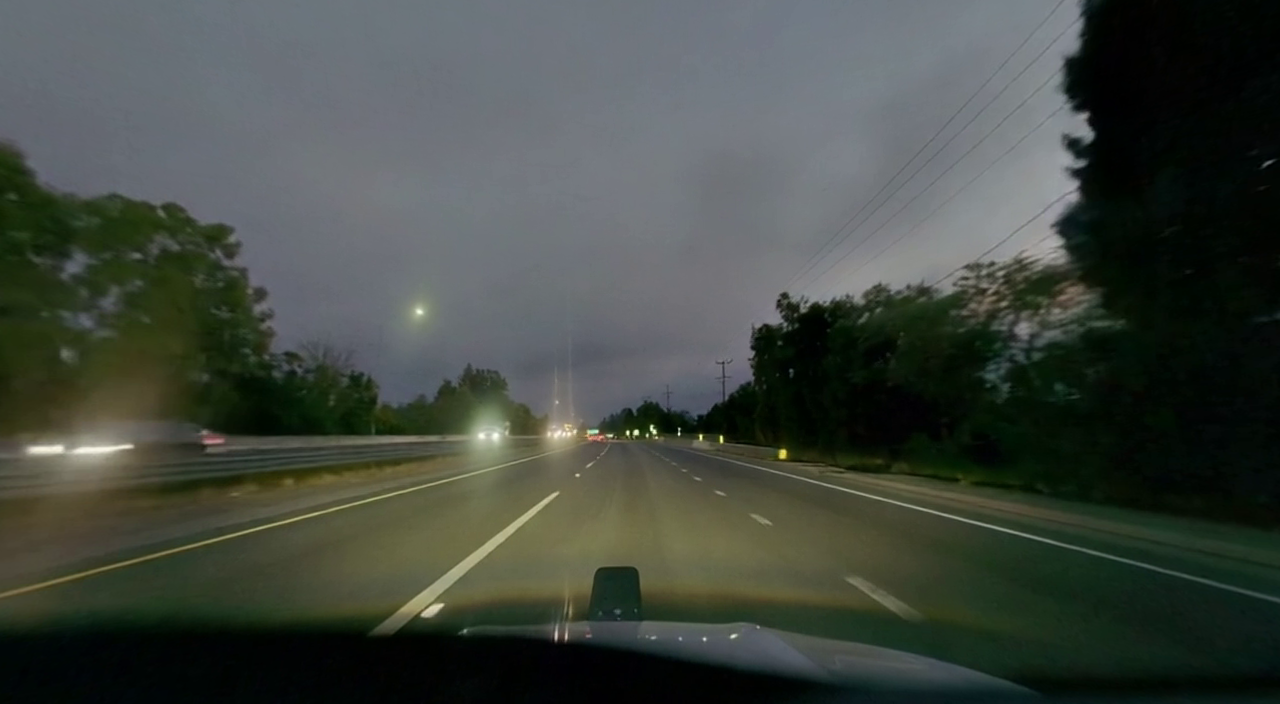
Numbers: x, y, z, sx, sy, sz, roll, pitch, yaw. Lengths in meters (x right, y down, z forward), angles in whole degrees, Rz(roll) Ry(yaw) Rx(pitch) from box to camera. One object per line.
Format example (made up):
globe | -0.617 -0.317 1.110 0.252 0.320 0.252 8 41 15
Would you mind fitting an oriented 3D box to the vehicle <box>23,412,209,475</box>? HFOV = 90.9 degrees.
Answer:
vehicle | -12.728 2.240 15.610 1.657 1.367 3.463 0 -8 -2
